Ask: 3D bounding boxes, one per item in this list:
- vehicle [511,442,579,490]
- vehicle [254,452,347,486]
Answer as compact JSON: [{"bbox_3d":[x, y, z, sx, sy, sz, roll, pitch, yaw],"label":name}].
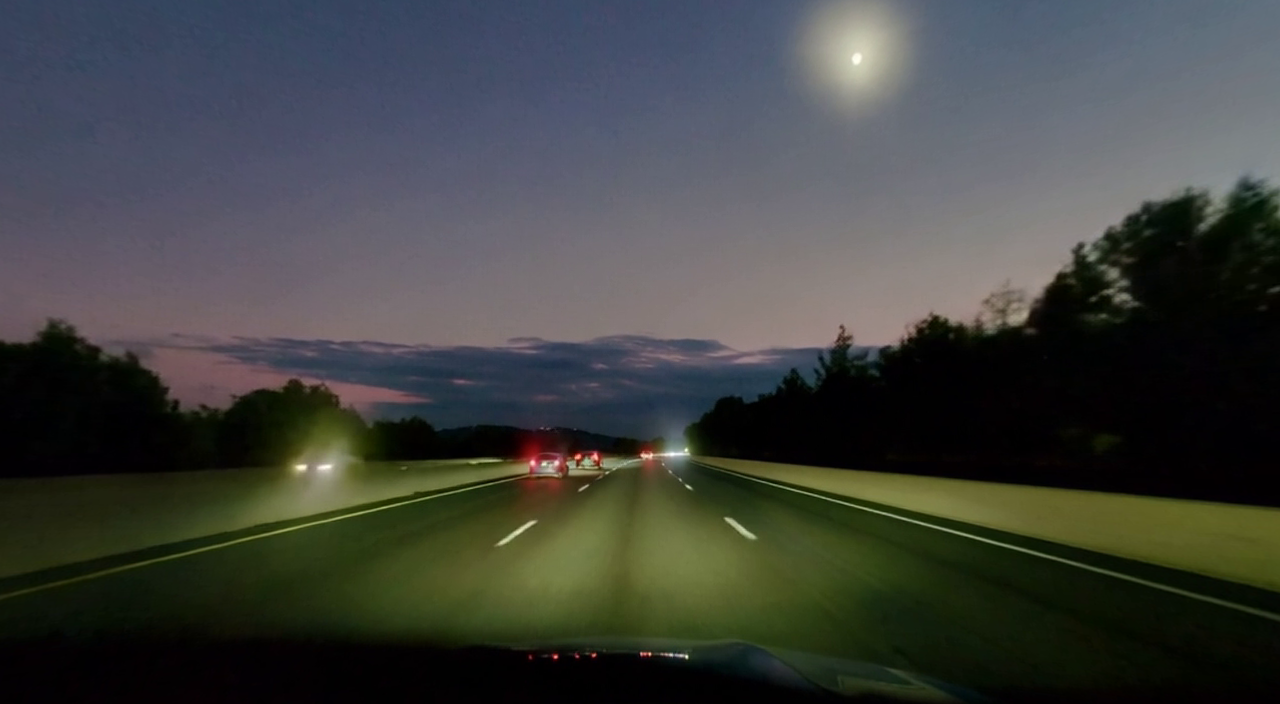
[{"bbox_3d":[-3.417,4.175,23.406,1.846,1.600,4.108,0,-9,1],"label":"vehicle"},{"bbox_3d":[-17.076,5.873,32.041,1.984,1.534,4.841,0,-9,0],"label":"vehicle"}]
